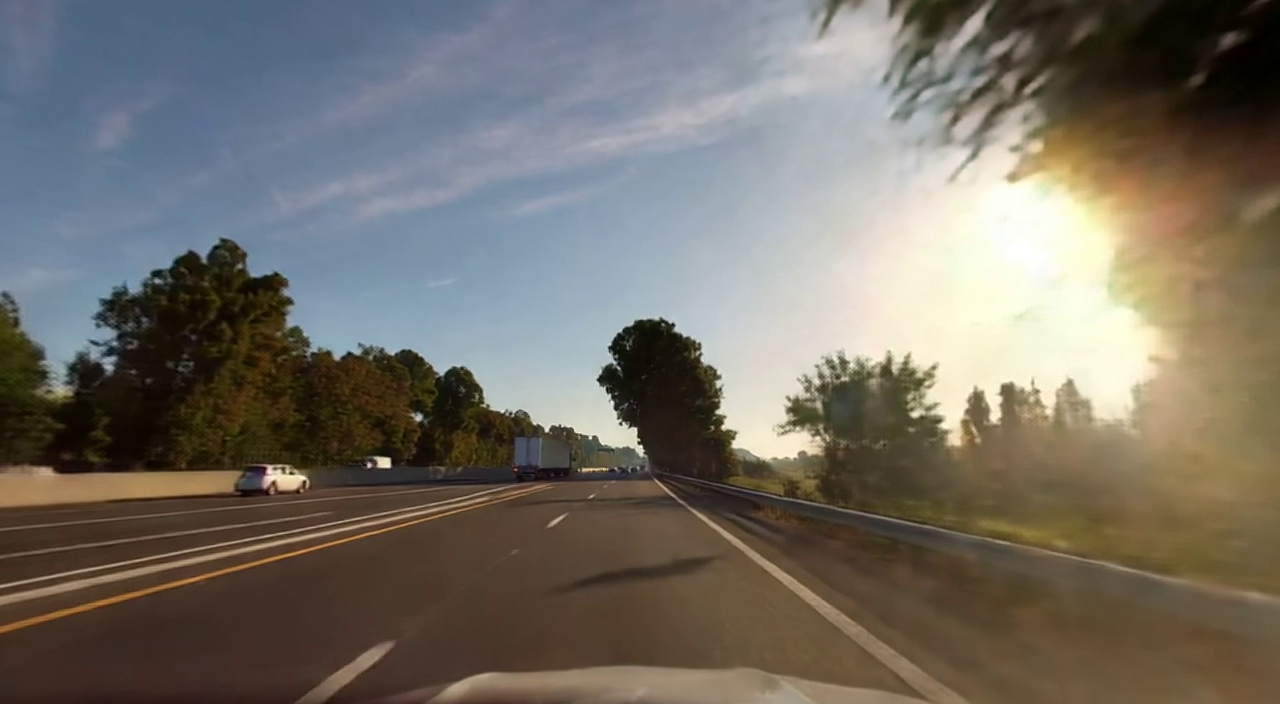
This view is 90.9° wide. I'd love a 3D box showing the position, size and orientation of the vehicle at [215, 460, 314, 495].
[{"bbox_3d":[-17.067,5.712,28.915,1.745,1.430,4.252,0,-10,3],"label":"vehicle"}]
